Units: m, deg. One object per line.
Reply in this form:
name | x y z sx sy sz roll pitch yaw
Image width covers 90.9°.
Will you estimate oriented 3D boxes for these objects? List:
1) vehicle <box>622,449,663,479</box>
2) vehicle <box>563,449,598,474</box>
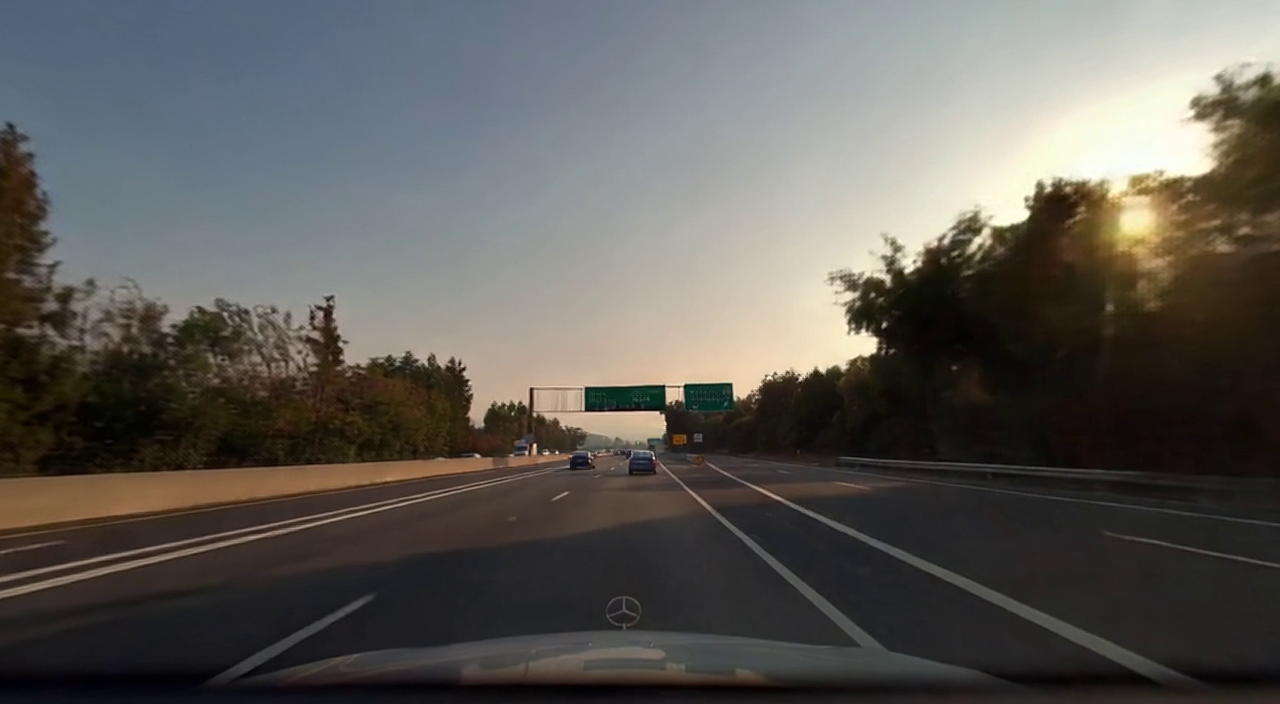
vehicle | 0.092 5.735 32.424 2.002 1.449 3.612 0 -9 -1
vehicle | -3.868 7.189 41.580 1.877 1.504 3.799 0 -9 1
